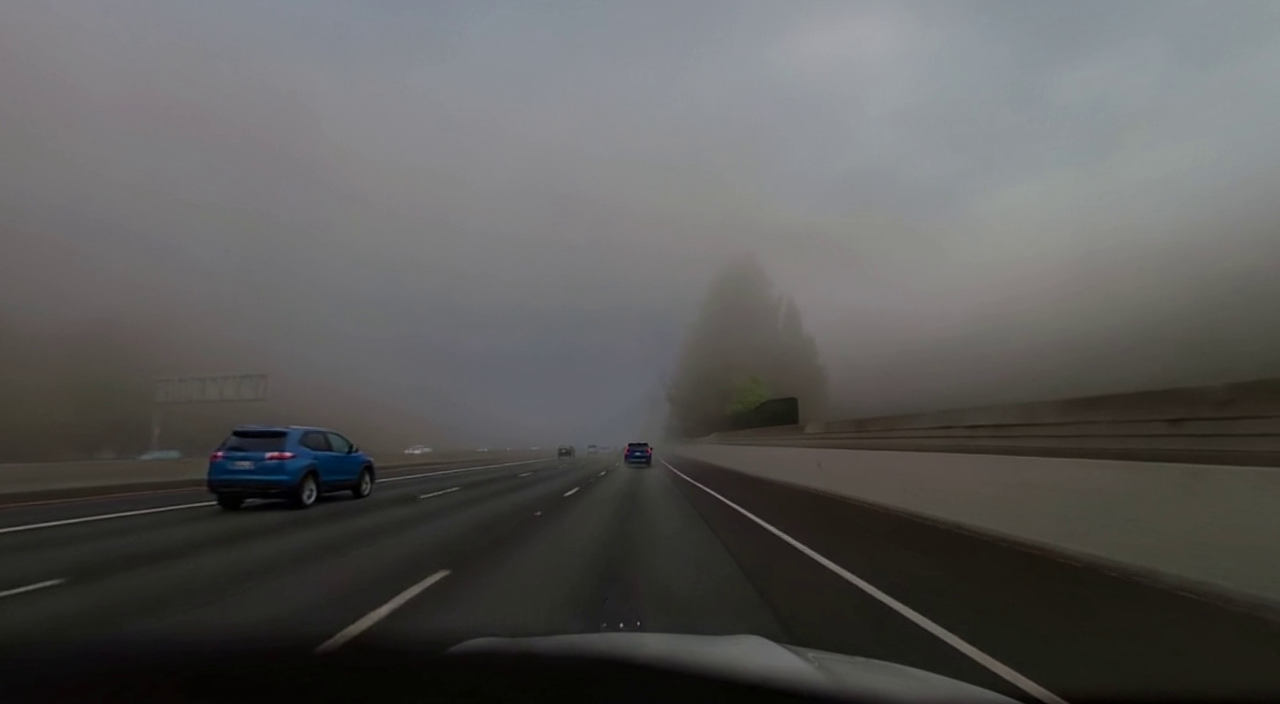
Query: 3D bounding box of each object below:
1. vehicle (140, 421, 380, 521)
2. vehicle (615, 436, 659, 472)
[{"bbox_3d":[-7.536,2.393,13.194,2.166,1.705,4.433,0,-9,1],"label":"vehicle"},{"bbox_3d":[-0.114,5.253,32.629,2.141,1.706,4.065,0,-9,1],"label":"vehicle"}]
